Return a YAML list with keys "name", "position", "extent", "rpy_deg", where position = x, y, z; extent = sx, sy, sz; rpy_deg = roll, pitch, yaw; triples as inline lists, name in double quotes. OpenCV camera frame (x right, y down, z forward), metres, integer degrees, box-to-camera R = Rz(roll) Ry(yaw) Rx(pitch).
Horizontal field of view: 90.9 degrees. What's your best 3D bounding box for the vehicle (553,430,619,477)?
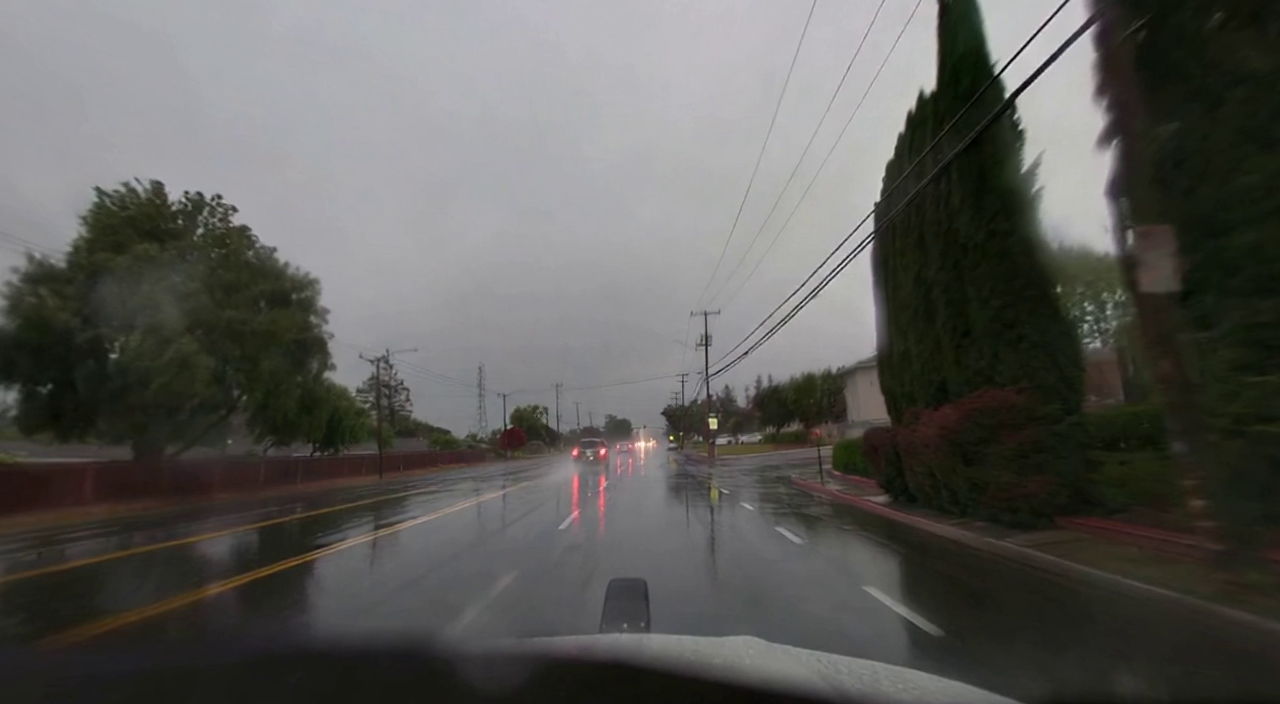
- name: "vehicle"
  position: [-2.236, 4.438, 27.679]
  extent: [2.327, 1.861, 4.941]
  rpy_deg: [-1, -9, 2]
